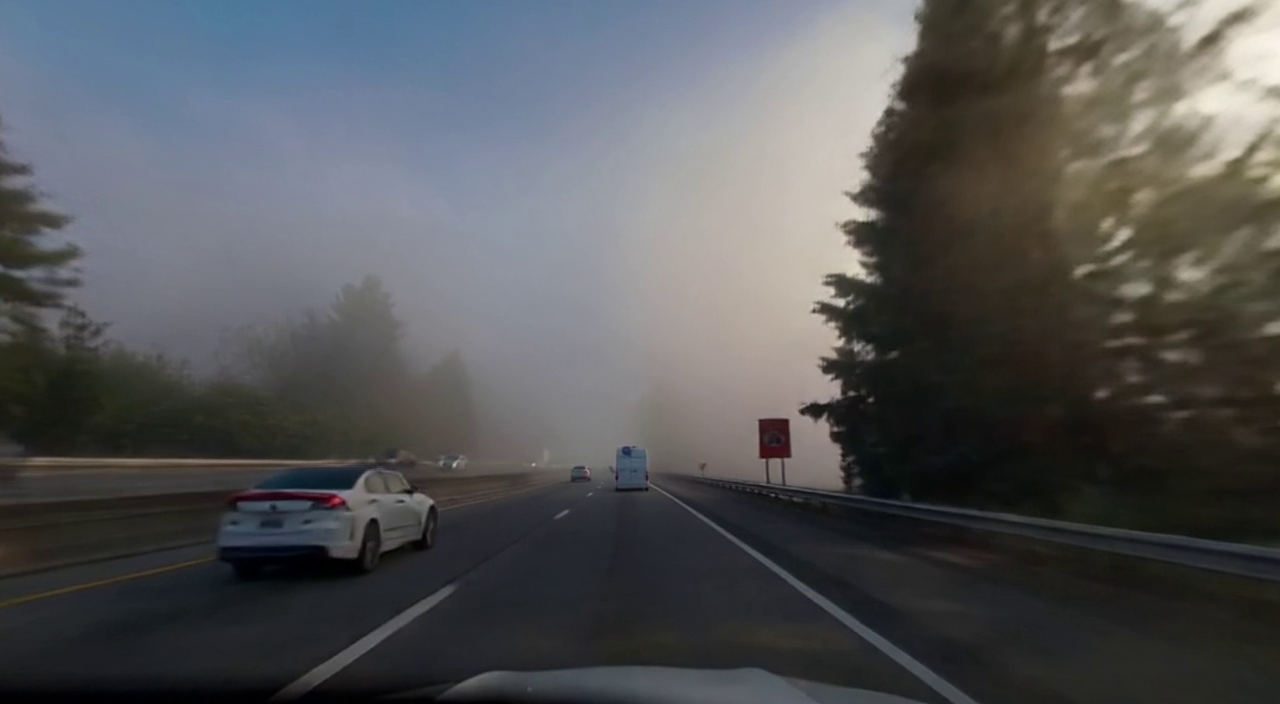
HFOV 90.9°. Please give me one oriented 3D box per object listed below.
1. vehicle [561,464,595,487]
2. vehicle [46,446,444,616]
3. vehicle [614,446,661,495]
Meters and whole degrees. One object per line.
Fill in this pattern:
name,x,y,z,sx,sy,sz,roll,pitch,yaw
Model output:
vehicle,-4.533,9.100,46.494,2.100,1.605,3.883,1,-10,0
vehicle,-4.318,2.056,8.067,2.128,1.491,4.508,1,-11,0
vehicle,-0.175,6.781,36.191,2.482,2.549,5.447,1,-11,-1
